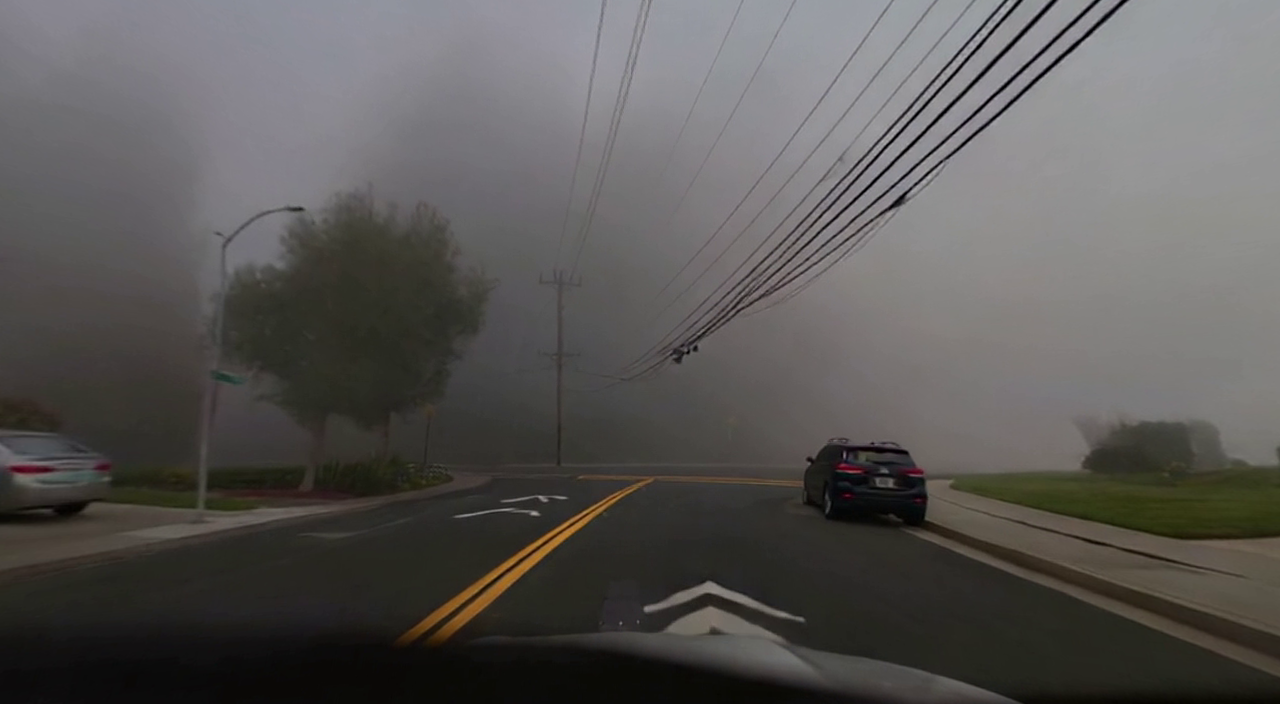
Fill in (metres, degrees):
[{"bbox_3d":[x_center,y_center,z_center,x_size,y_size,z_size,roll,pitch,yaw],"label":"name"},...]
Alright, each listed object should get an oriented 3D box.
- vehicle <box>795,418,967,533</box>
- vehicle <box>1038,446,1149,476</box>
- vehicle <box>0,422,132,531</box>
[{"bbox_3d":[4.488,2.349,12.627,2.070,1.847,4.457,-1,-9,6],"label":"vehicle"},{"bbox_3d":[24.243,5.834,33.958,4.322,1.499,1.927,-2,-9,13],"label":"vehicle"},{"bbox_3d":[-11.861,2.083,10.885,4.632,1.644,1.986,-1,-9,6],"label":"vehicle"}]
